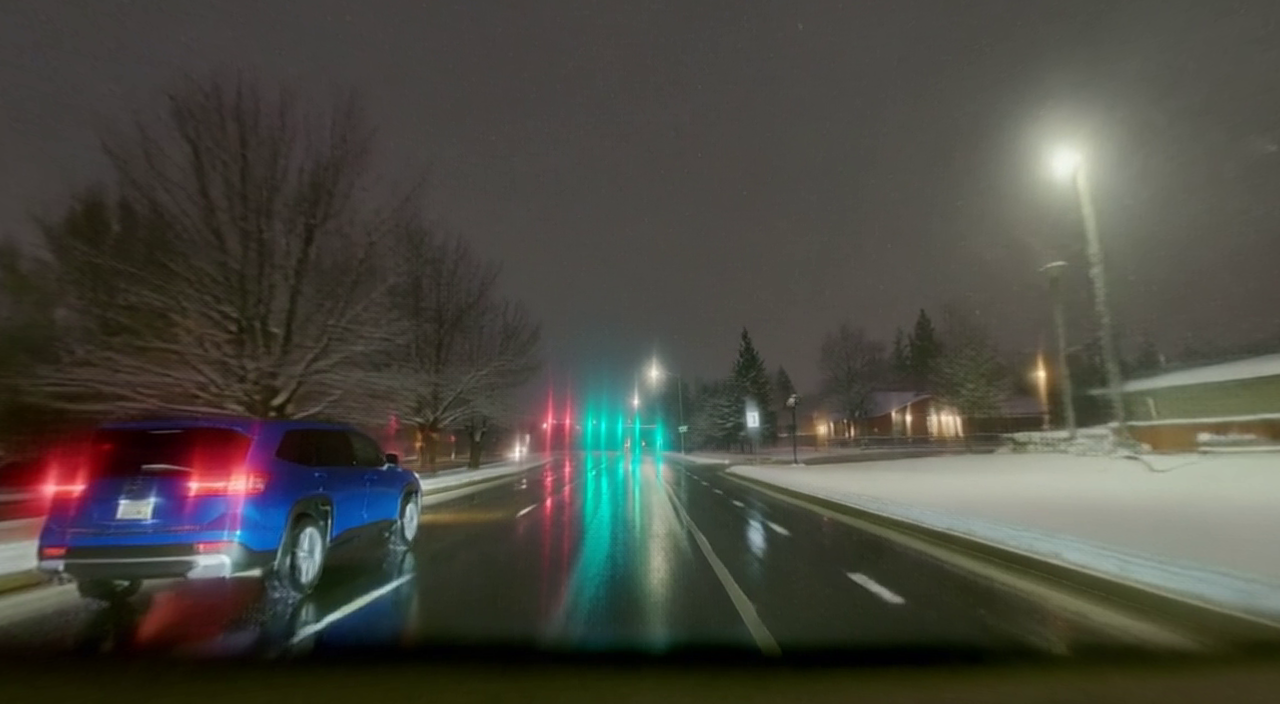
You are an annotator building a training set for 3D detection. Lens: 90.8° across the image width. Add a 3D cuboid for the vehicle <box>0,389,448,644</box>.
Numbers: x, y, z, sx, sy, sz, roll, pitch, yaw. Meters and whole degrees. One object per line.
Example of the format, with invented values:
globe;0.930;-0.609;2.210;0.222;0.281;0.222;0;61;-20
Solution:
vehicle;-3.759;1.448;6.558;2.121;1.724;4.392;0;-9;0
